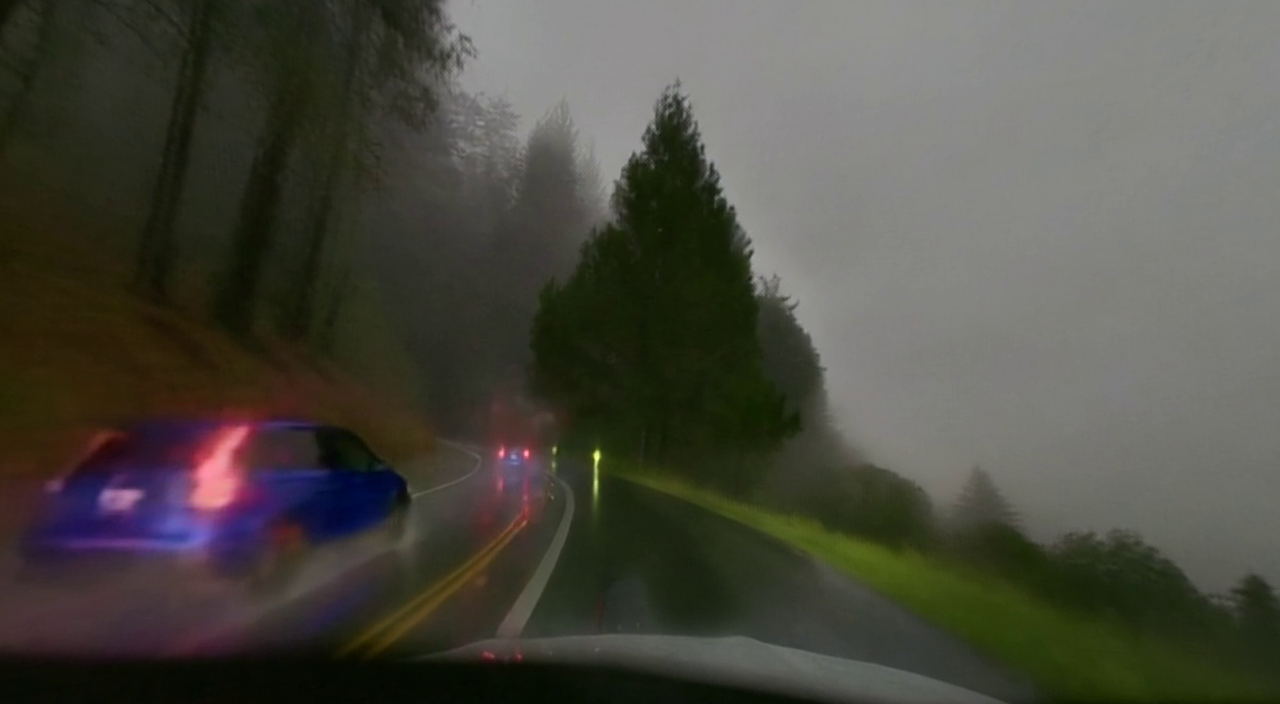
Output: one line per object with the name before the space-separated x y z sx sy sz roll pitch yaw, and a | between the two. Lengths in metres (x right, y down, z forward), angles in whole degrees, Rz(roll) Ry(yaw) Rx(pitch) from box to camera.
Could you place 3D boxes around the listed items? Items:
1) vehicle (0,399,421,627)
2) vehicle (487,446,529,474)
vehicle | -4.559 1.696 7.782 2.104 1.851 4.992 0 -9 -2
vehicle | -7.488 6.170 36.265 2.042 1.483 4.288 1 -9 -7
